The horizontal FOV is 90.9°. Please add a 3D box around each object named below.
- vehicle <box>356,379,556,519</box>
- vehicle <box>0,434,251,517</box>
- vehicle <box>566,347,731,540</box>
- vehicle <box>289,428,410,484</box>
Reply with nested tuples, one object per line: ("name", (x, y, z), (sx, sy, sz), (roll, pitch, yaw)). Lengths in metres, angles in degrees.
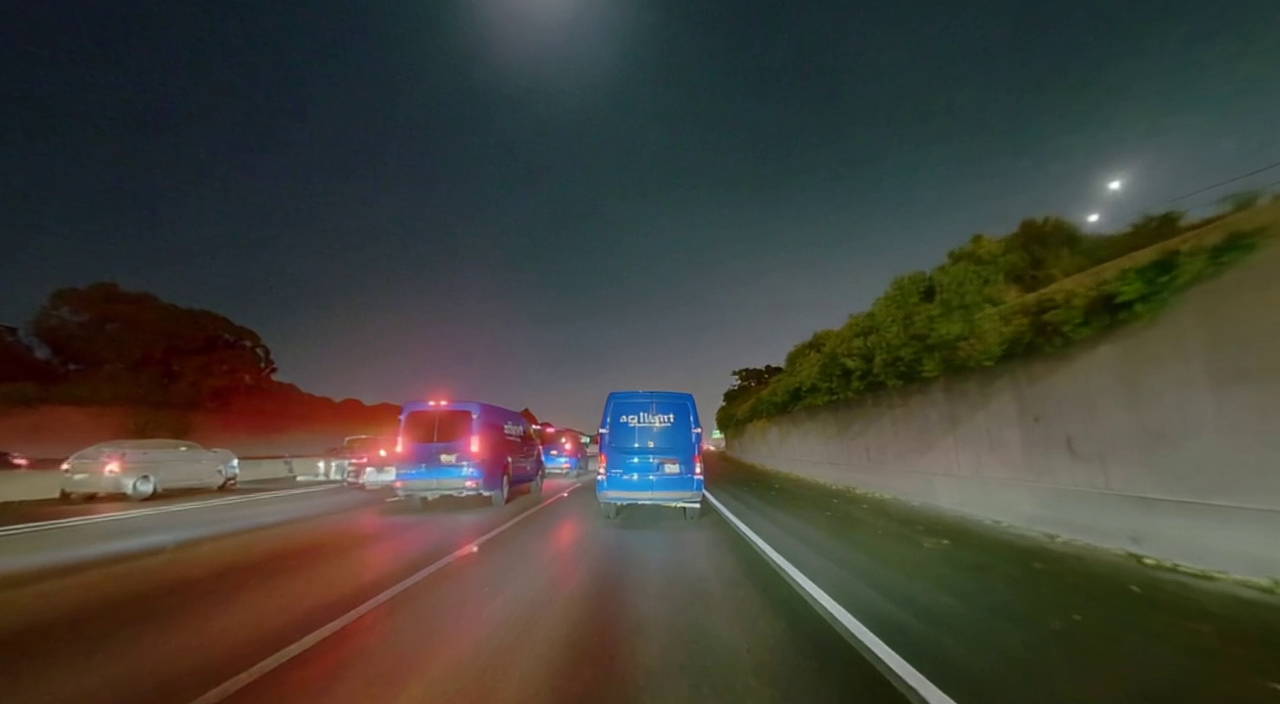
("vehicle", (-3.582, 2.086, 13.812), (2.729, 2.439, 5.418), (0, -8, 0))
("vehicle", (-11.055, 2.629, 14.015), (1.839, 1.524, 4.449), (0, -8, 2))
("vehicle", (0.153, 1.758, 12.242), (2.316, 2.738, 6.398), (0, -8, 1))
("vehicle", (-10.741, 3.884, 23.821), (2.061, 1.846, 4.852), (0, -8, 3))
